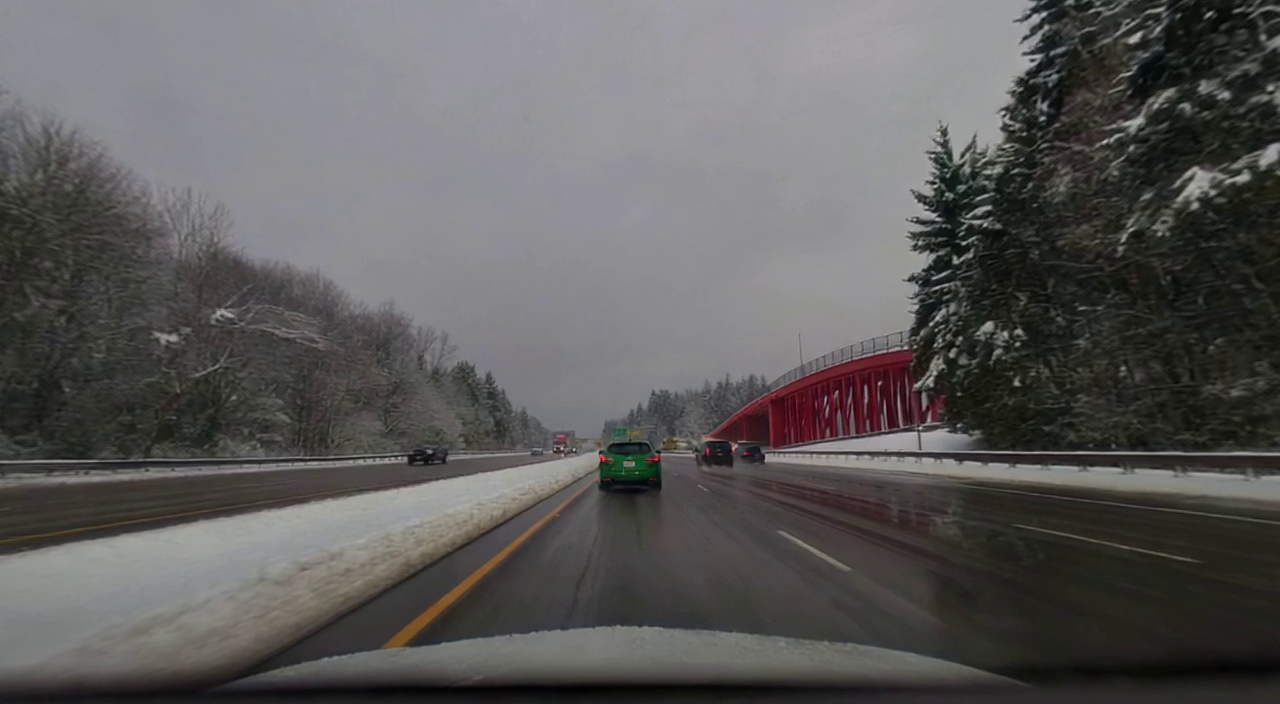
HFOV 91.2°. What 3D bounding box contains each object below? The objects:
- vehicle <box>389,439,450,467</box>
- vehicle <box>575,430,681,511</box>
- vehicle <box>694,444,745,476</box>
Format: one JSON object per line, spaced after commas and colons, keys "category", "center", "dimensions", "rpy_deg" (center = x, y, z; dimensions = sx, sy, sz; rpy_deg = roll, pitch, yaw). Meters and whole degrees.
{"category": "vehicle", "center": [-13.559, 6.222, 38.802], "dimensions": [2.058, 1.624, 4.697], "rpy_deg": [0, -9, 0]}
{"category": "vehicle", "center": [-0.270, 2.846, 15.524], "dimensions": [2.259, 1.699, 4.015], "rpy_deg": [0, -9, 0]}
{"category": "vehicle", "center": [3.919, 5.390, 31.462], "dimensions": [1.894, 1.487, 3.751], "rpy_deg": [0, -9, -3]}
